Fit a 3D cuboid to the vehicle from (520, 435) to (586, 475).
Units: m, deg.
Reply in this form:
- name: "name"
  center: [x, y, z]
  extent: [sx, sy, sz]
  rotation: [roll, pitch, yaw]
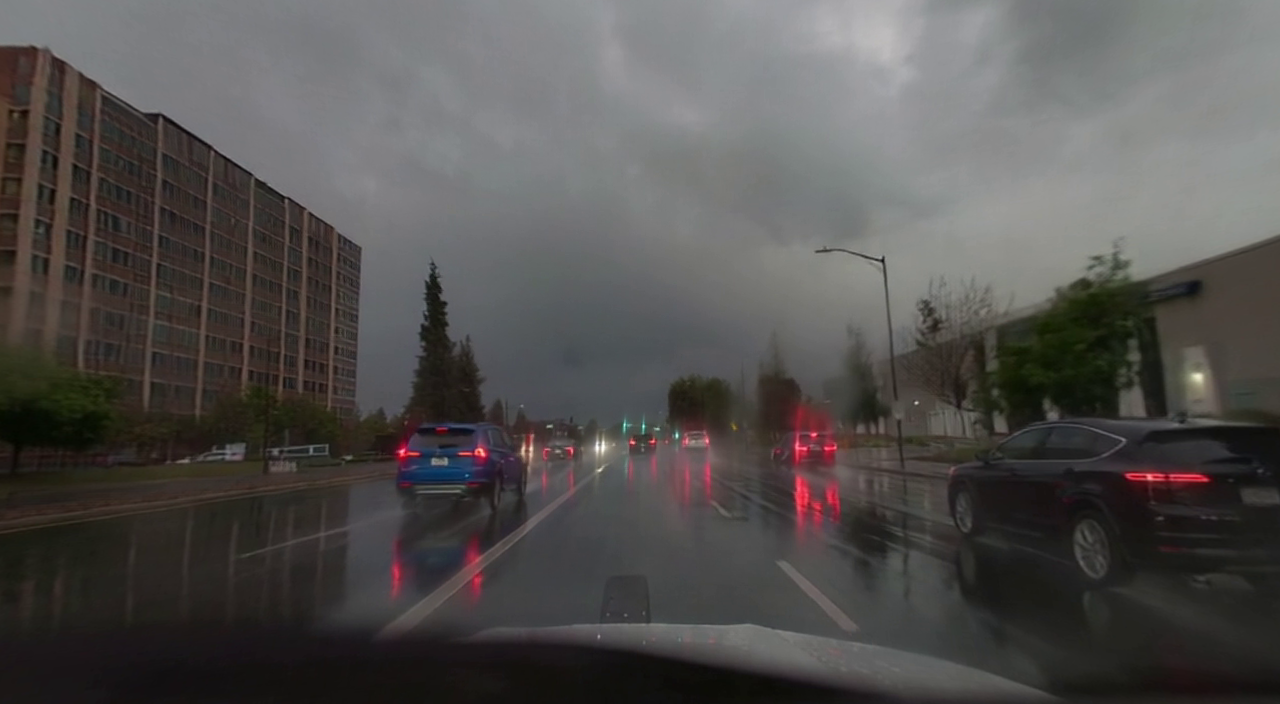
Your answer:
- name: "vehicle"
  center: [-3.440, 4.187, 25.728]
  extent: [2.036, 1.465, 4.301]
  rotation: [0, -9, 1]

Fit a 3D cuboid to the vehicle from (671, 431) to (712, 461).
- name: "vehicle"
  center: [3.307, 6.207, 41.582]
  extent: [2.178, 1.804, 4.766]
  rotation: [0, -9, -1]

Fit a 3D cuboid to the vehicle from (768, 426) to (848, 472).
- name: "vehicle"
  center: [7.011, 4.118, 26.829]
  extent: [2.076, 1.793, 4.464]
  rotation: [0, -9, -1]

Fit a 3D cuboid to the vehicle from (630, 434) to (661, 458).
- name: "vehicle"
  center: [0.430, 7.379, 49.522]
  extent: [2.304, 1.795, 4.526]
  rotation: [0, -9, 0]

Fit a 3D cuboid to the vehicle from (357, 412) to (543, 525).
- name: "vehicle"
  center: [-3.267, 2.127, 11.953]
  extent: [2.141, 1.719, 4.379]
  rotation: [0, -9, 0]

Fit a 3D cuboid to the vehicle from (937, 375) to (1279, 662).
- name: "vehicle"
  center: [4.789, 1.289, 5.925]
  extent: [2.088, 1.666, 4.512]
  rotation: [-1, -9, 5]
